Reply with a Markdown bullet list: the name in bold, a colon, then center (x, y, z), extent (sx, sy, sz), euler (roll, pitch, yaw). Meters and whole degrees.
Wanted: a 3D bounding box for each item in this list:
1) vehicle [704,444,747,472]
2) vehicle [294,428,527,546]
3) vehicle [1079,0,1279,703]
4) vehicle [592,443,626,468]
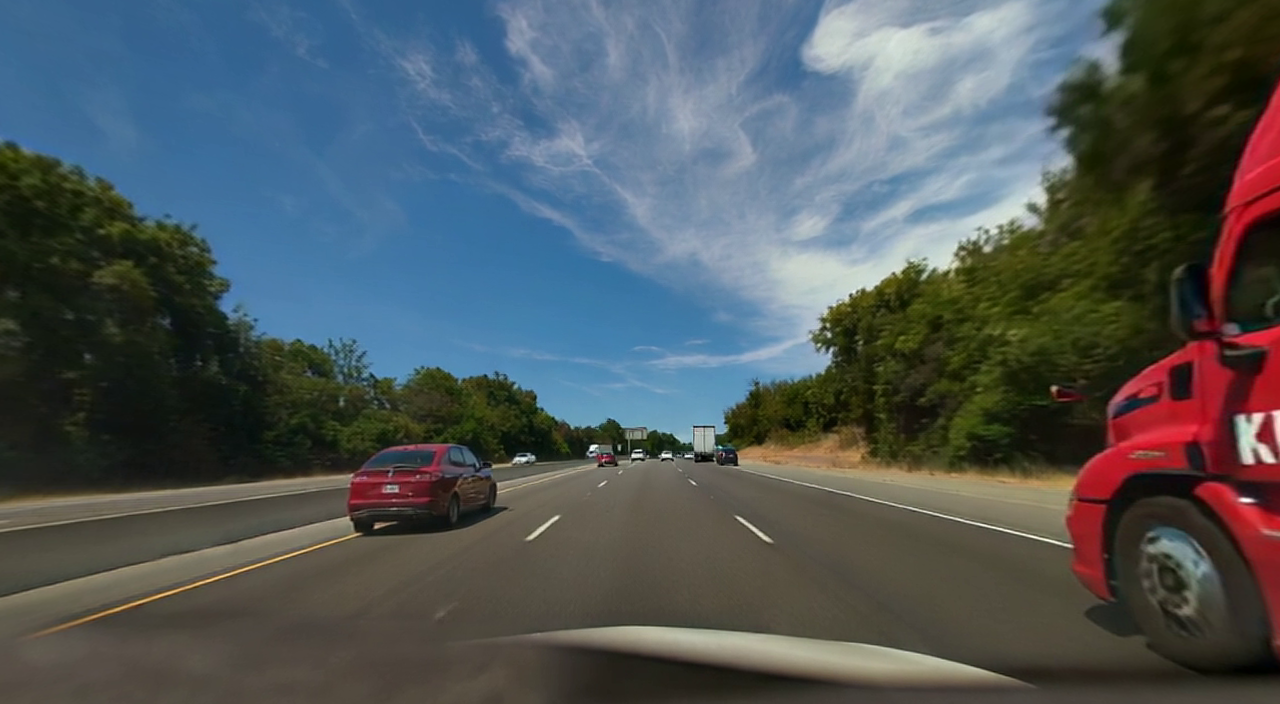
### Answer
- **vehicle**: center (5.190, 6.490, 38.705), extent (2.176, 1.598, 3.878), euler (0, -9, 1)
- **vehicle**: center (-3.434, 2.144, 10.687), extent (2.085, 1.530, 4.809), euler (0, -9, 1)
- **vehicle**: center (4.446, -0.316, 1.098), extent (2.976, 3.886, 5.835), euler (0, -9, 1)
- **vehicle**: center (-2.169, 7.425, 45.140), extent (2.017, 1.683, 4.309), euler (0, -9, 3)
